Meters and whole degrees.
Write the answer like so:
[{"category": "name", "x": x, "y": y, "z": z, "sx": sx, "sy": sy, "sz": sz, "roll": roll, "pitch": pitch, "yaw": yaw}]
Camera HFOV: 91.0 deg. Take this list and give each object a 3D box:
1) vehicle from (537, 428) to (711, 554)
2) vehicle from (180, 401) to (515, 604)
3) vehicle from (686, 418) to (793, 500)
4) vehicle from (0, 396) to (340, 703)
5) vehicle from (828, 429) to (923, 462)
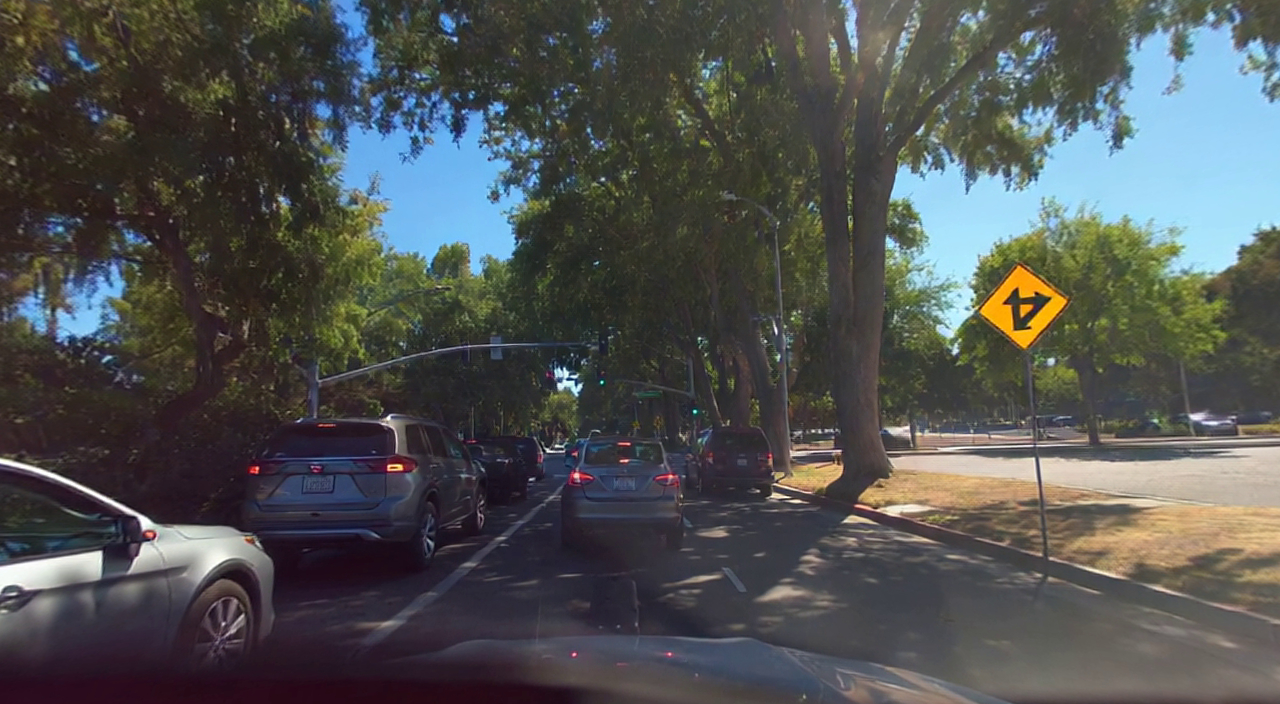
[{"category": "vehicle", "x": -0.242, "y": 1.918, "z": 9.346, "sx": 2.025, "sy": 1.453, "sz": 3.848, "roll": 0, "pitch": -8, "yaw": -2}, {"category": "vehicle", "x": -2.886, "y": 1.577, "z": 7.448, "sx": 1.964, "sy": 1.712, "sz": 4.097, "roll": 0, "pitch": -8, "yaw": 0}, {"category": "vehicle", "x": 2.468, "y": 2.810, "z": 16.873, "sx": 2.059, "sy": 1.864, "sz": 4.541, "roll": 0, "pitch": -8, "yaw": -1}, {"category": "vehicle", "x": -2.938, "y": 0.841, "z": 1.621, "sx": 1.974, "sy": 1.484, "sz": 4.716, "roll": 0, "pitch": -8, "yaw": 0}, {"category": "vehicle", "x": 11.398, "y": 4.561, "z": 30.688, "sx": 3.883, "sy": 1.534, "sz": 1.779, "roll": 0, "pitch": -8, "yaw": 2}]
